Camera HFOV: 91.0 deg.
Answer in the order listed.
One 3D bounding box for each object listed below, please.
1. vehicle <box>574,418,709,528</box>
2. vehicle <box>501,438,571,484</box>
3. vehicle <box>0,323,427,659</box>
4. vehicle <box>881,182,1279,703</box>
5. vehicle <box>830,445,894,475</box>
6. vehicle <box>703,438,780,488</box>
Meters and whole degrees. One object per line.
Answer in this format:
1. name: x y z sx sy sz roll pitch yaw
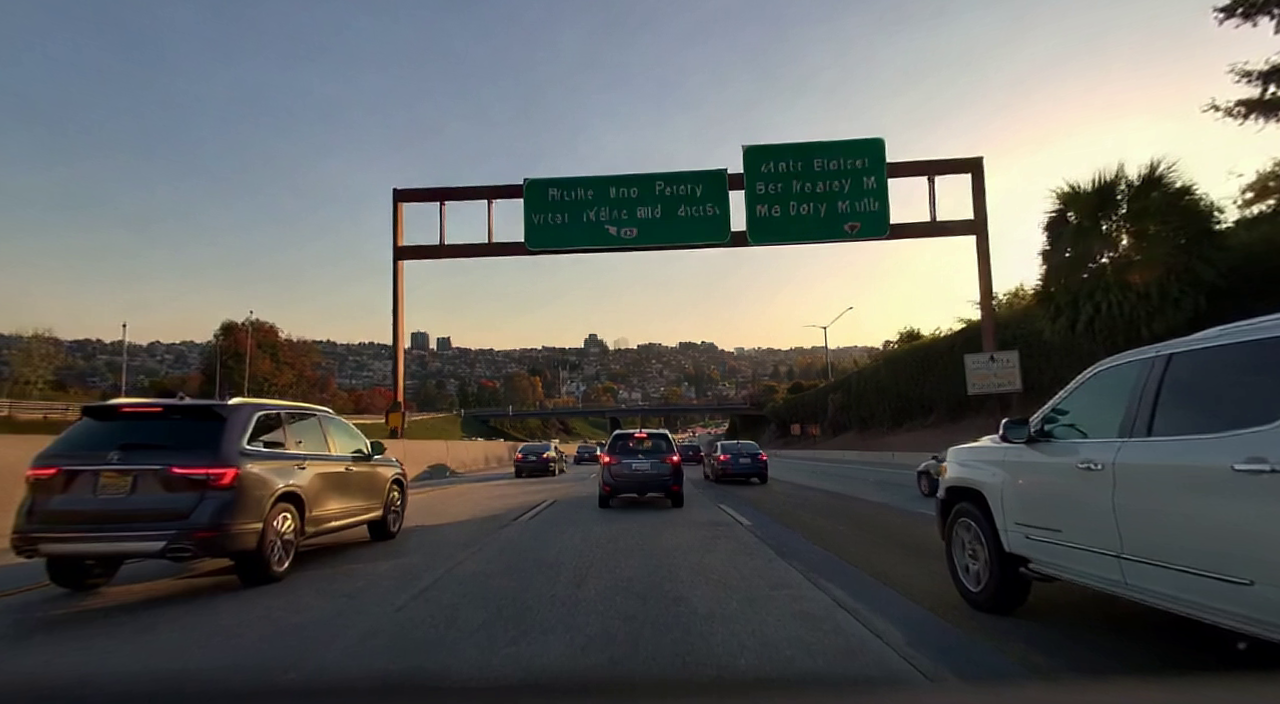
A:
1. vehicle: 0.048 2.287 12.406 2.181 1.756 4.167 0 -9 1
2. vehicle: -4.088 4.365 25.496 1.982 1.655 4.604 0 -9 1
3. vehicle: -4.568 1.300 7.036 2.212 2.101 6.052 0 -9 0
4. vehicle: 3.473 0.680 3.315 2.300 2.242 5.327 0 -9 0
5. vehicle: 12.379 6.032 35.372 1.797 1.557 4.653 1 -9 -1
6. vehicle: 3.598 4.029 23.186 2.022 1.633 4.651 1 -9 -1
